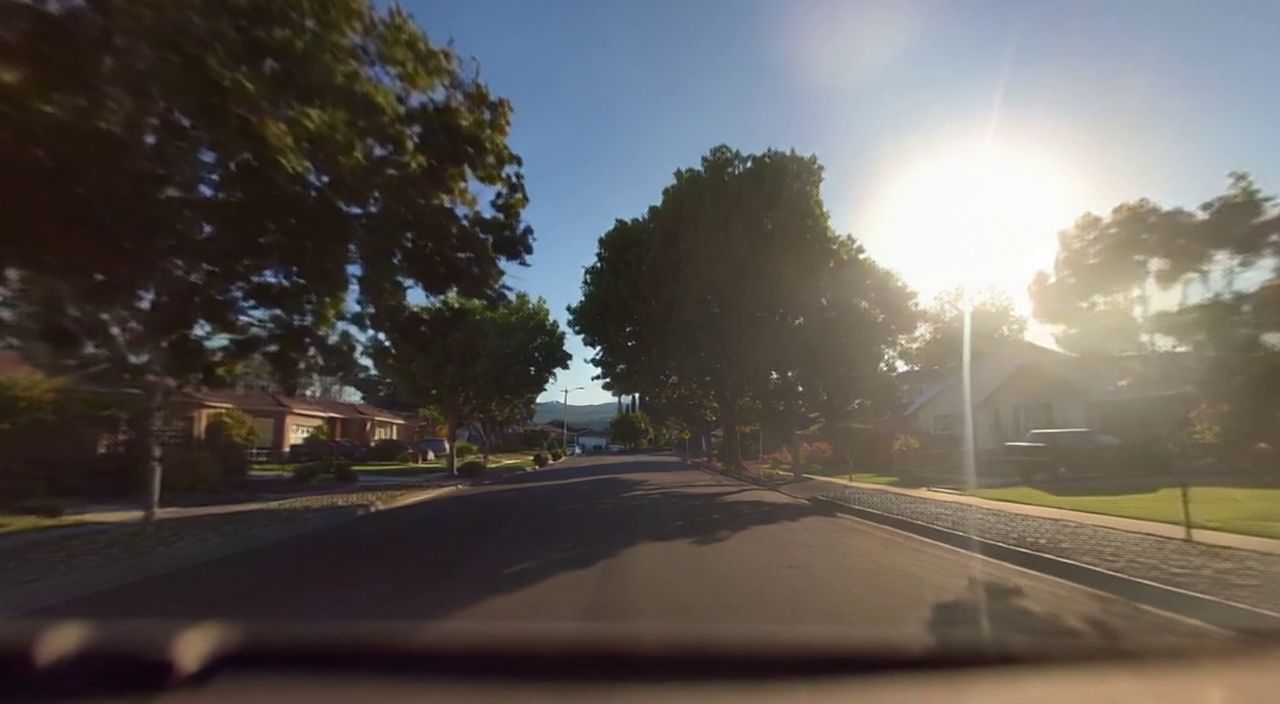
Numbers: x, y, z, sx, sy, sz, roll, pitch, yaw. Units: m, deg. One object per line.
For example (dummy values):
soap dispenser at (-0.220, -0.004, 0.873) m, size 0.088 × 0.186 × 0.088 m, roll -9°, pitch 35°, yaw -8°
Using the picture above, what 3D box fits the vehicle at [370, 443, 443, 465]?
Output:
vehicle at (-16.567, 7.270, 44.956) m, size 4.307 × 1.508 × 2.072 m, roll 0°, pitch -10°, yaw 0°

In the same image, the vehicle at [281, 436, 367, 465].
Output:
vehicle at (-20.147, 6.308, 40.425) m, size 4.359 × 1.789 × 2.123 m, roll 0°, pitch -10°, yaw -1°
